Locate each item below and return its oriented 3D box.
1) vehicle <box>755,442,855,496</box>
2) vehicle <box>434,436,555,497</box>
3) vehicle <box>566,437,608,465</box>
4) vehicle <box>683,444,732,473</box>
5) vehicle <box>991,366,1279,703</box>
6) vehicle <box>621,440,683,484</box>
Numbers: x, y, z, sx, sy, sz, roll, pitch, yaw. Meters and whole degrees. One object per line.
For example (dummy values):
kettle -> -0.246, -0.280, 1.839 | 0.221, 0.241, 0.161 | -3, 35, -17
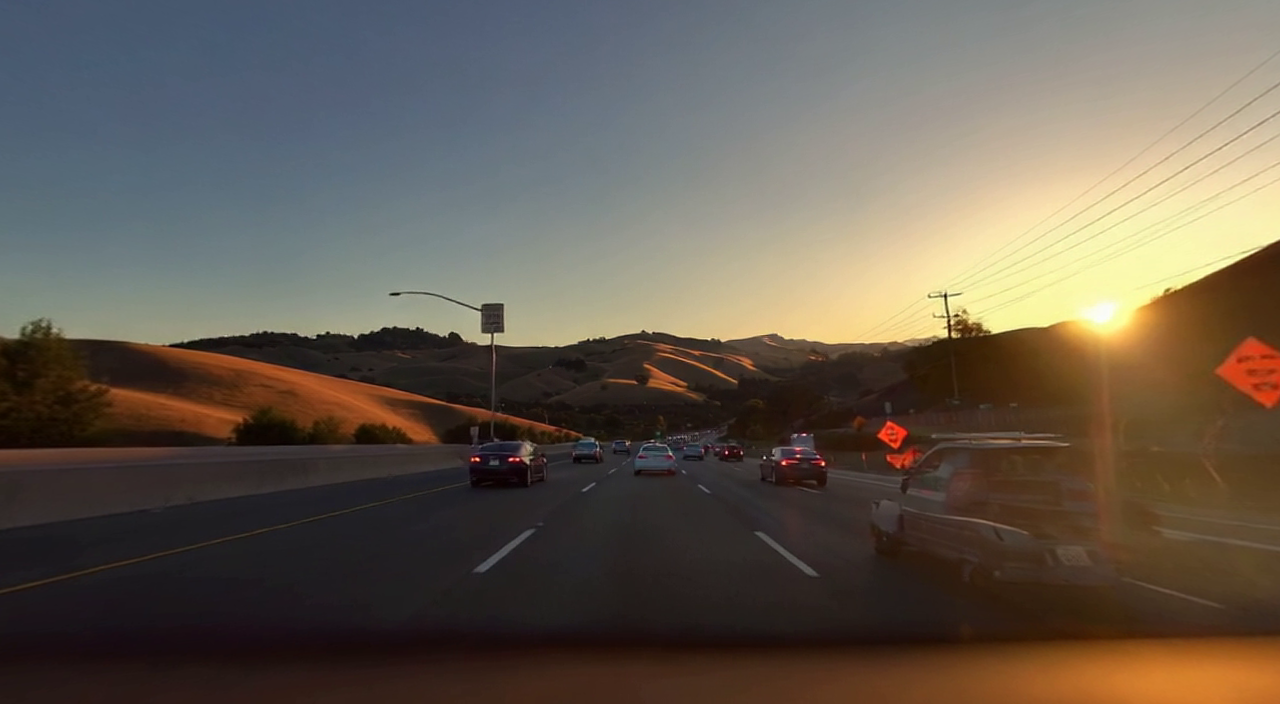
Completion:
vehicle -> 4.976, 3.560, 19.643 | 1.867, 1.465, 4.093 | 0, -8, -2
vehicle -> -3.771, 3.064, 17.255 | 2.232, 1.438, 4.163 | 0, -8, 2
vehicle -> -3.302, 6.279, 40.198 | 2.234, 1.675, 4.527 | 0, -8, 1
vehicle -> 3.539, 5.666, 33.886 | 2.177, 1.453, 4.205 | 0, -8, 0
vehicle -> 3.862, 0.887, 2.720 | 2.018, 1.670, 4.658 | 0, -8, 0
vehicle -> 0.425, 4.075, 23.717 | 2.138, 1.473, 4.392 | 0, -8, 0
